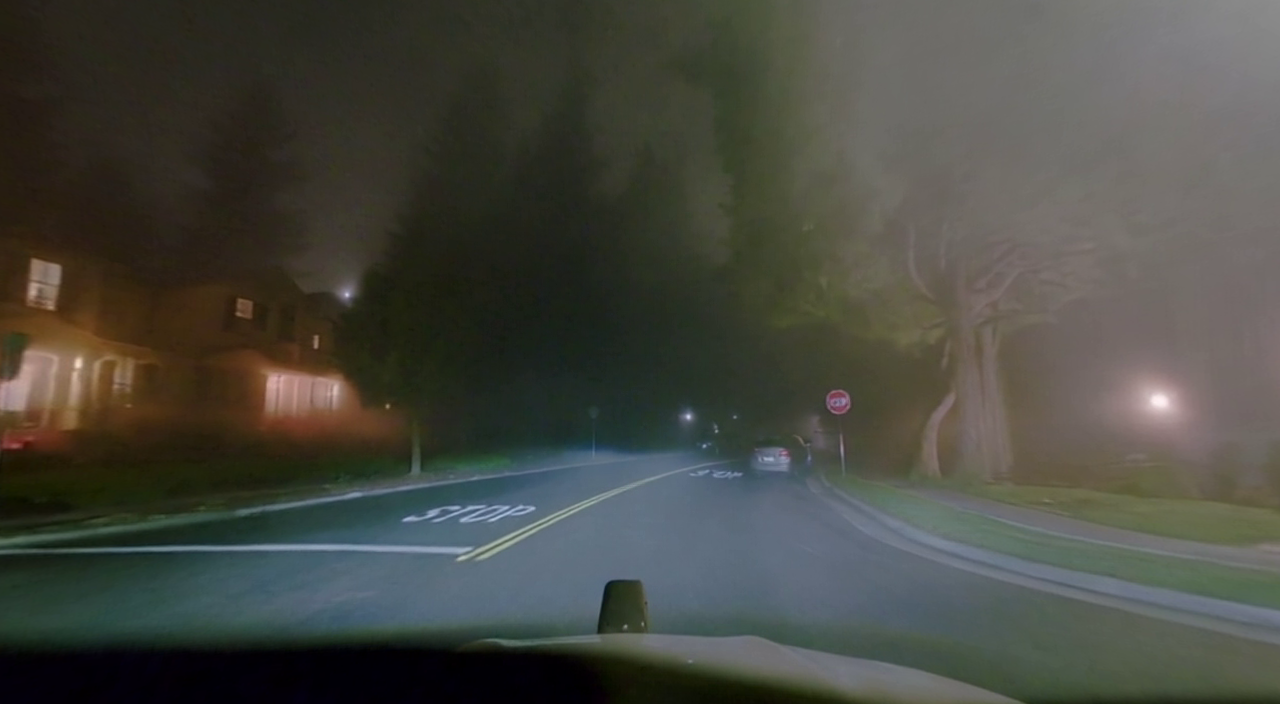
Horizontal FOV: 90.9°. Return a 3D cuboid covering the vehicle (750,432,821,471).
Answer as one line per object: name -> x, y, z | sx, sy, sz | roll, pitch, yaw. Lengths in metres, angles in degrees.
vehicle -> 6.976, 4.663, 29.846 | 2.692, 1.649, 4.689 | -3, -8, 20
